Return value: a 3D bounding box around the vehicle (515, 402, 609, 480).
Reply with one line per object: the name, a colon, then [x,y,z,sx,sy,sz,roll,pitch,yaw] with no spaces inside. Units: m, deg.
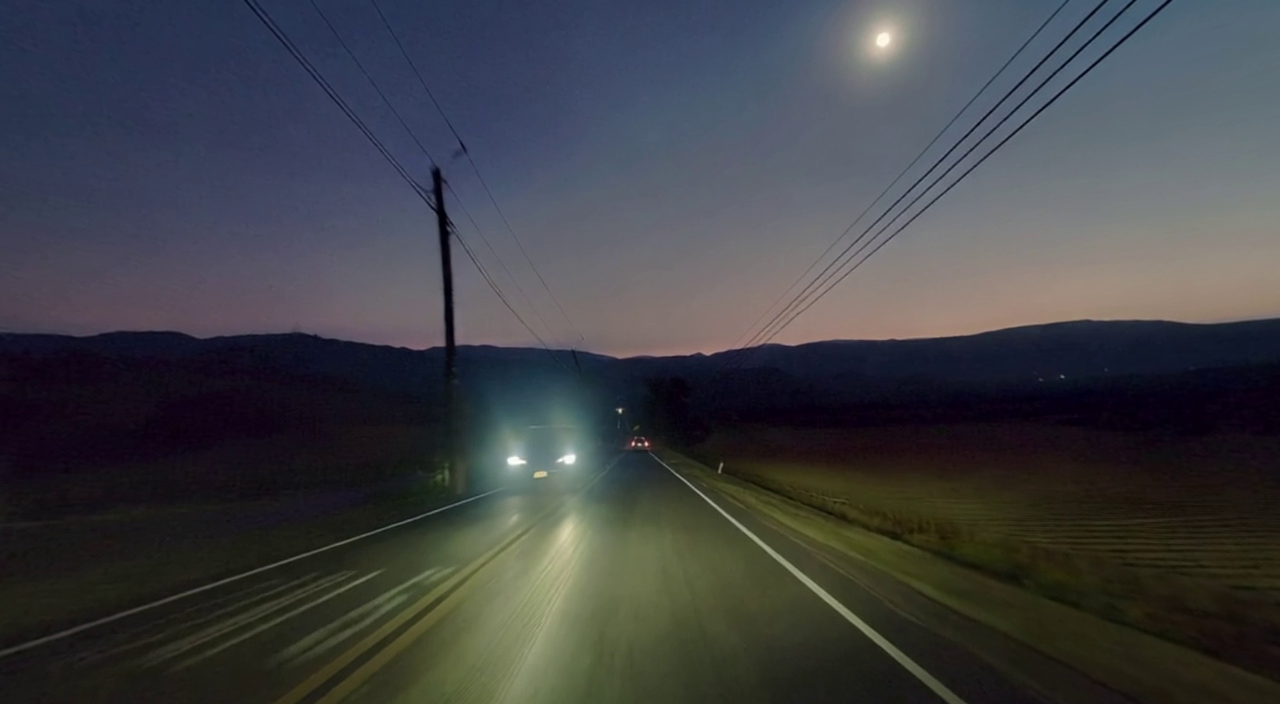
vehicle: [-3.437,4.275,29.972,3.183,3.230,7.566,0,-9,2]
